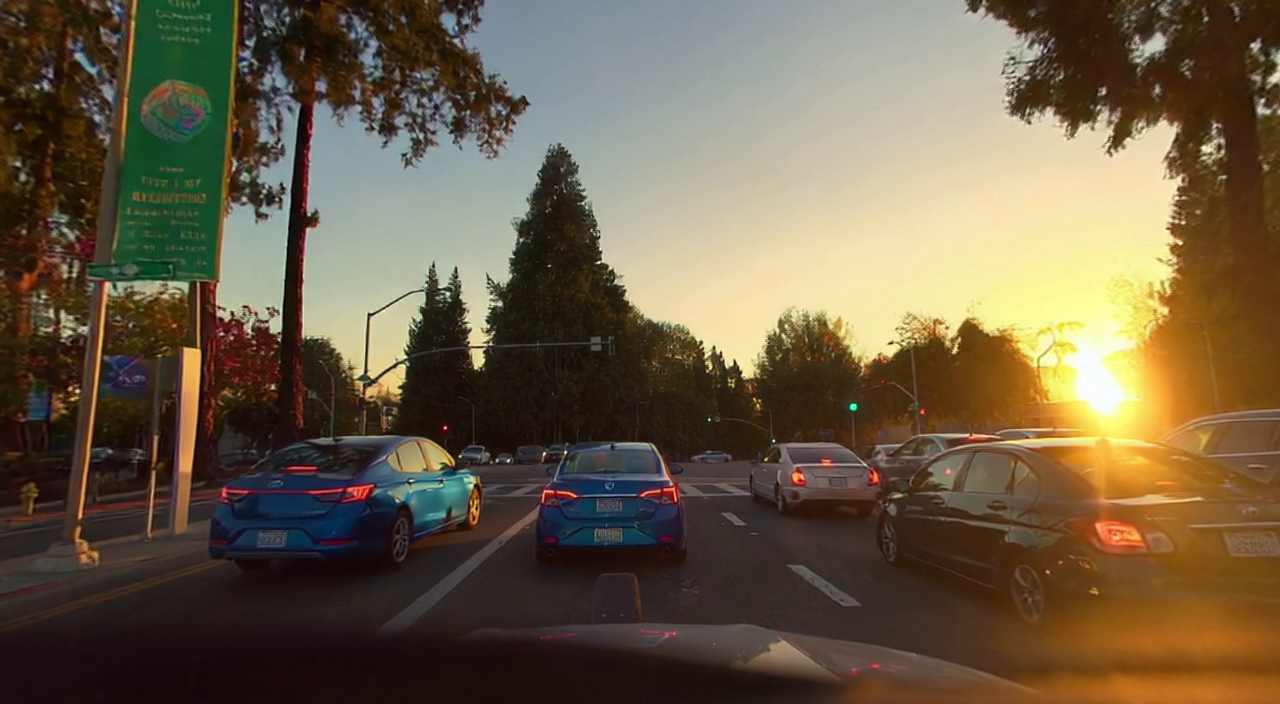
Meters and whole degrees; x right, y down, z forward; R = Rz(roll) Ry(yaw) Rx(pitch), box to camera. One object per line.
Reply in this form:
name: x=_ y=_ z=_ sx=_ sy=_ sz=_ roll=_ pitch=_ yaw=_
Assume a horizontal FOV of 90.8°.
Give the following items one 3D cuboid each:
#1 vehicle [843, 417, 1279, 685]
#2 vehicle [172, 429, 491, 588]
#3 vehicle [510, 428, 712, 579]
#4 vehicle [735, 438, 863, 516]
vehicle: x=3.596 y=1.439 z=5.802 sx=1.953 sy=1.471 sz=4.470 roll=0 pitch=-9 yaw=0
vehicle: x=-3.370 y=1.770 z=8.005 sx=1.929 sy=1.457 sz=4.136 roll=0 pitch=-9 yaw=0
vehicle: x=-0.315 y=1.784 z=8.174 sx=1.994 sy=1.479 sz=3.647 roll=0 pitch=-9 yaw=-1
vehicle: x=3.404 y=2.737 z=14.339 sx=1.852 sy=1.498 sz=3.825 roll=0 pitch=-9 yaw=-1
